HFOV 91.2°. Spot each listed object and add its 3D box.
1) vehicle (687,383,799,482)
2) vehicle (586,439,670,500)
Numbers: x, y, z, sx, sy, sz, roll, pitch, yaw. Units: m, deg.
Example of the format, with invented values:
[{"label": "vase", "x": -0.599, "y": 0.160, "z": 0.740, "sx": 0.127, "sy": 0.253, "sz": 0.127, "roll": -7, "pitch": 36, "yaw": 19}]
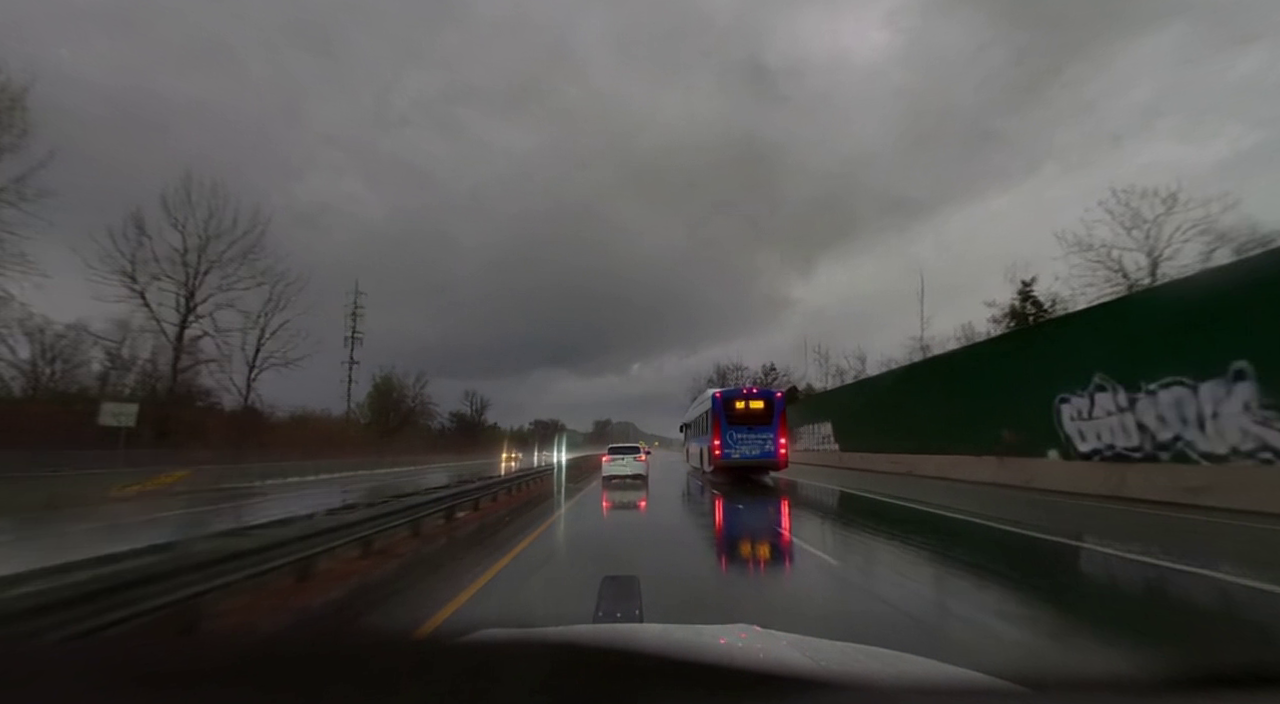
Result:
[{"label": "vehicle", "x": 4.116, "y": 3.828, "z": 28.531, "sx": 3.055, "sy": 3.479, "sz": 12.521, "roll": -1, "pitch": -9, "yaw": 1}, {"label": "vehicle", "x": -0.286, "y": 3.369, "z": 18.352, "sx": 2.160, "sy": 1.532, "sz": 4.073, "roll": -1, "pitch": -9, "yaw": 1}]
